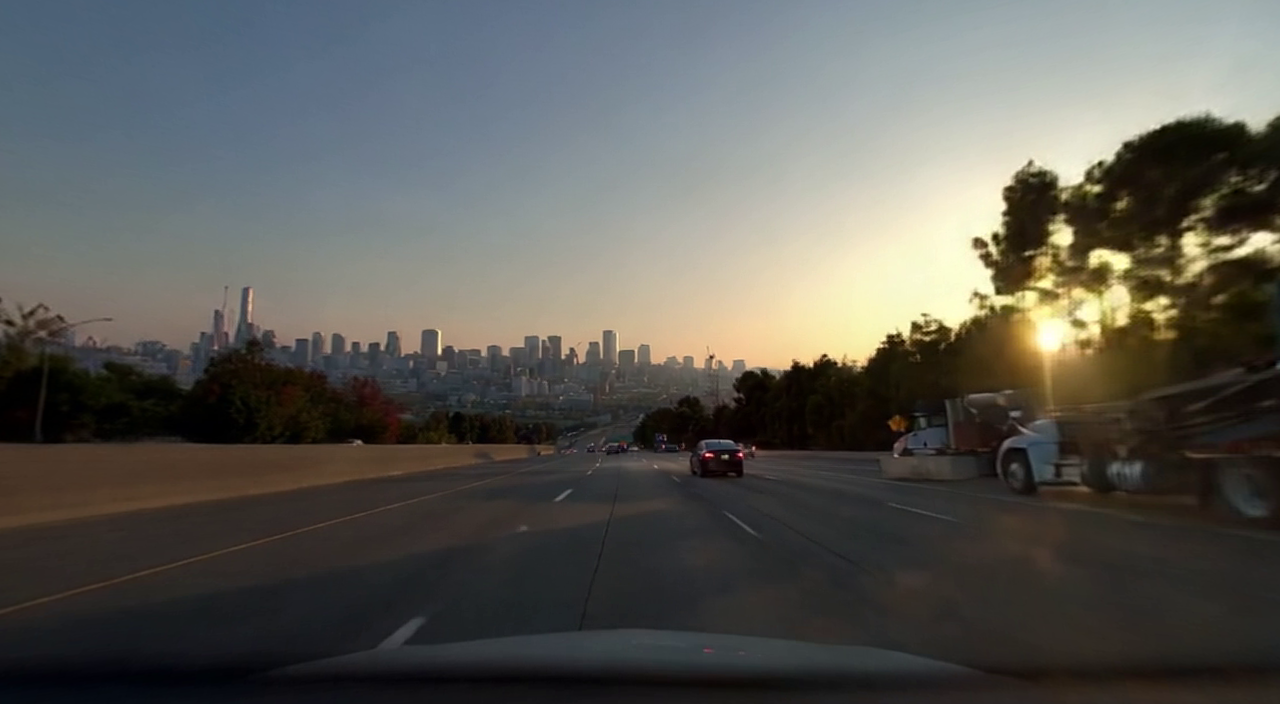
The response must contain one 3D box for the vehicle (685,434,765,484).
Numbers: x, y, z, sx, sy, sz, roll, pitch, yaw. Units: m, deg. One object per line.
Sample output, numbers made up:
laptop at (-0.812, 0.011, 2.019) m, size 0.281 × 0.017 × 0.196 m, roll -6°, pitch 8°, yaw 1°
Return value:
vehicle at (3.126, 4.055, 24.332) m, size 2.305 × 1.729 × 4.526 m, roll 0°, pitch -8°, yaw -2°
